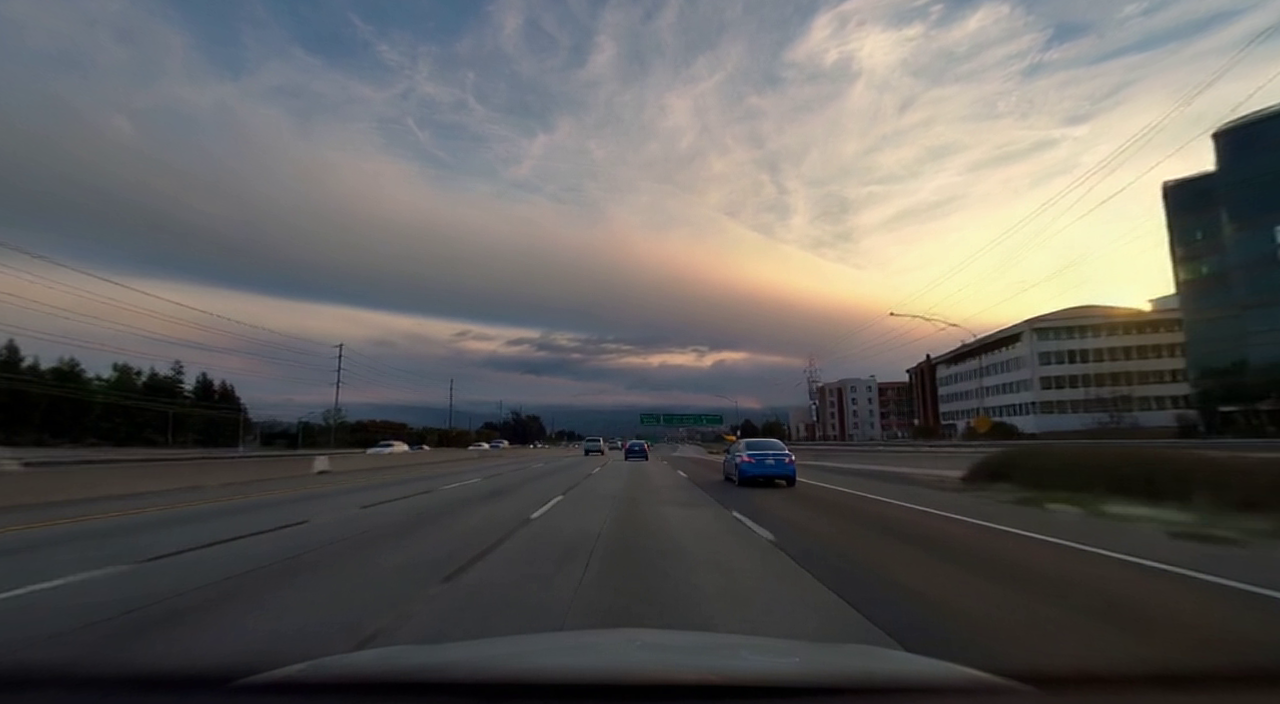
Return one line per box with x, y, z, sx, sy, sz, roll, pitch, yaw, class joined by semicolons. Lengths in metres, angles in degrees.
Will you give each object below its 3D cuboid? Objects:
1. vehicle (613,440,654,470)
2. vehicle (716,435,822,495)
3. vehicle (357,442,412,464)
-0.361;5.453;33.606;2.019;1.472;3.971;0;-8;-1;vehicle
3.584;3.224;18.390;1.995;1.533;4.463;0;-8;-2;vehicle
-19.806;7.820;48.995;2.306;1.598;4.570;0;-8;0;vehicle
